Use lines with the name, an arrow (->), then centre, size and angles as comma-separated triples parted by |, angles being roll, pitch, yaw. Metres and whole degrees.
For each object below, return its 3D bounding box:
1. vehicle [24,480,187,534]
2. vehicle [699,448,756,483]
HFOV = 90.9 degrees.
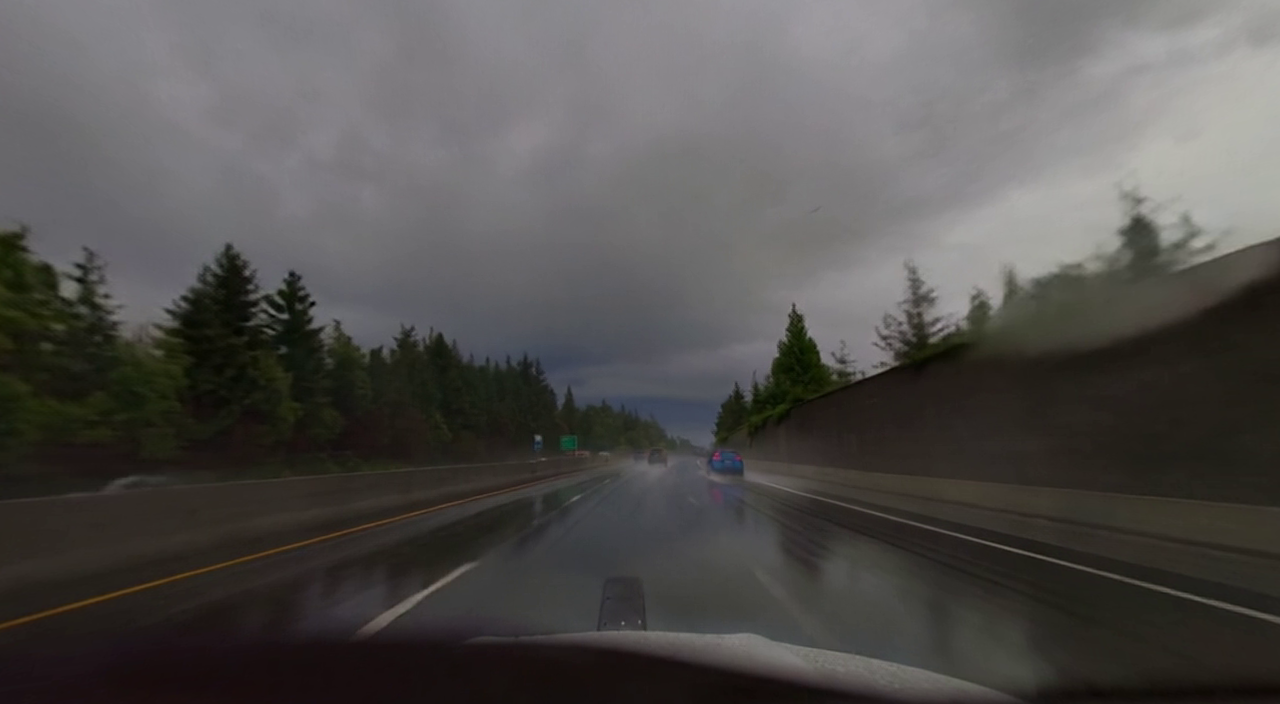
vehicle -> -17.997, 5.201, 21.547 | 1.765, 1.456, 4.334 | 0, -9, 0
vehicle -> 4.122, 5.450, 30.432 | 2.175, 1.574, 3.943 | 0, -9, 0
